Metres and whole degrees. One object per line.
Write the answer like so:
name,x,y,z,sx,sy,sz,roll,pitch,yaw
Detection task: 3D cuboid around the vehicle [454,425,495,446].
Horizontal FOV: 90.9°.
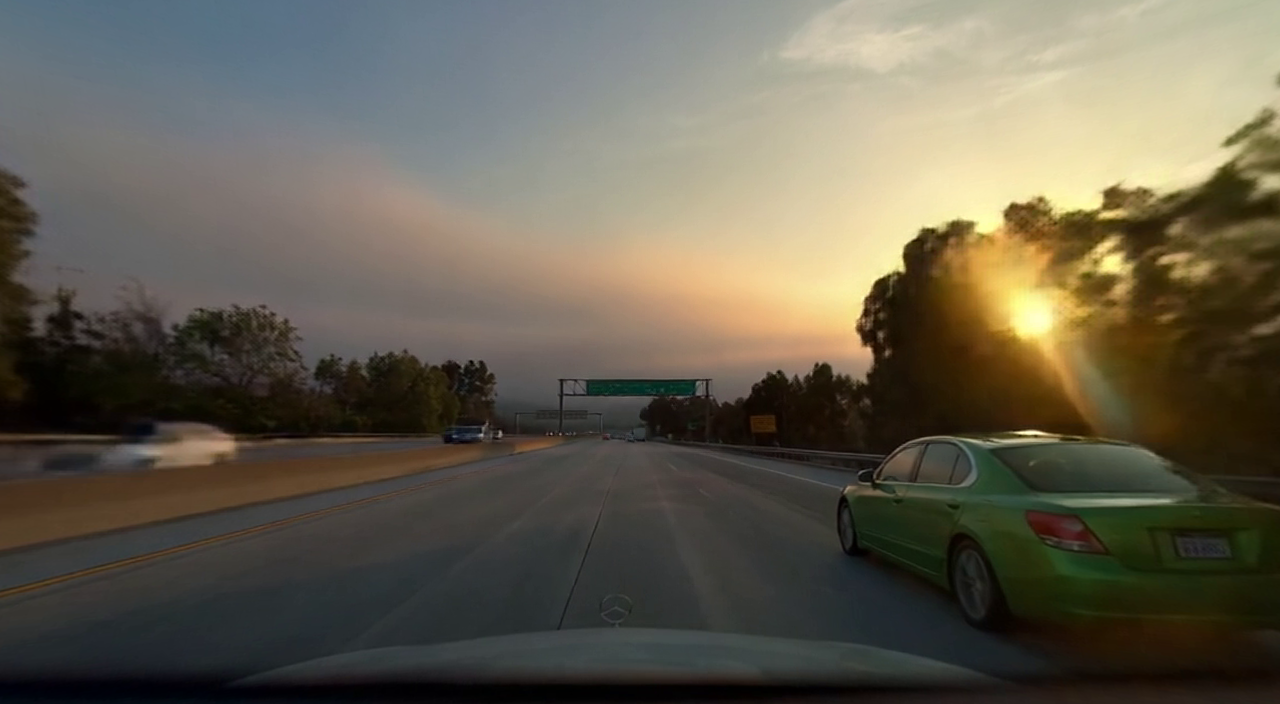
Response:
vehicle,-12.710,6.482,48.670,1.906,1.530,4.488,0,-8,0

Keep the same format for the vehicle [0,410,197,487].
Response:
vehicle,-12.271,2.102,13.942,1.885,1.420,4.239,0,-8,-1
